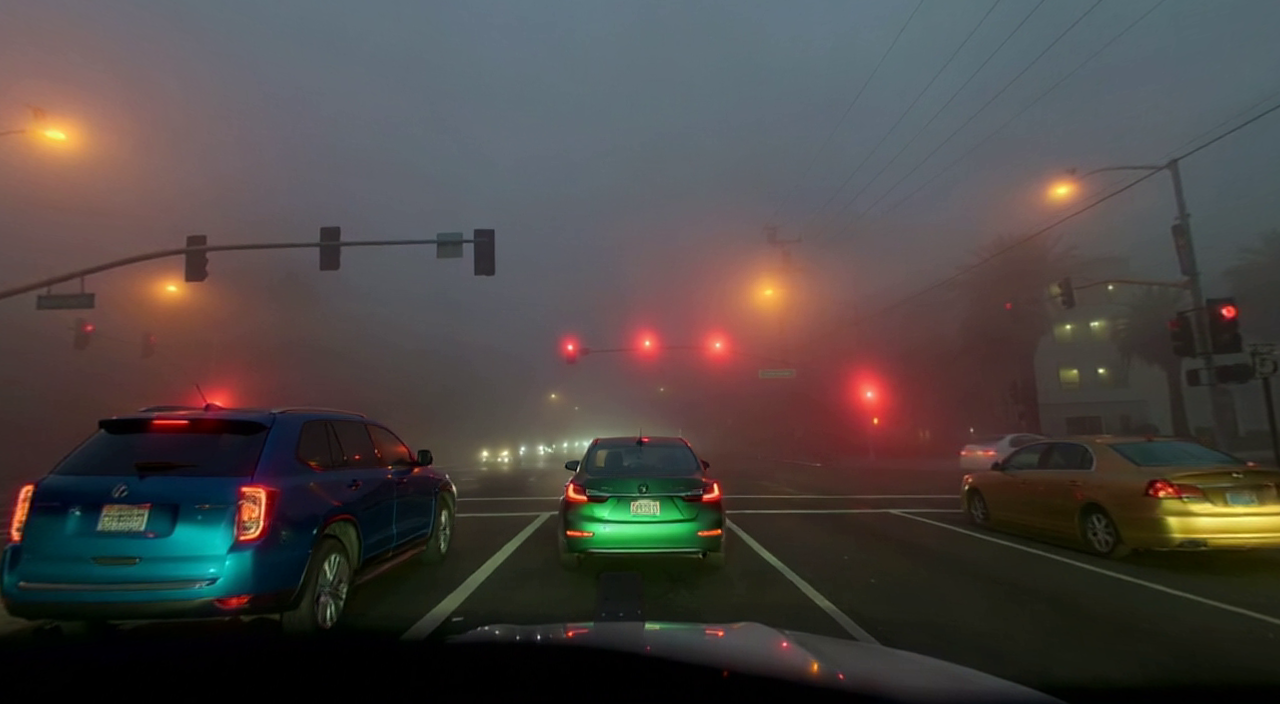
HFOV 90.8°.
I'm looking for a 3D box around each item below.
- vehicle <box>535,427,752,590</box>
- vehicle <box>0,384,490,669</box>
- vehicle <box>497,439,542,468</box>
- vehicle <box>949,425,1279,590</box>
[{"bbox_3d":[0.001,1.701,7.731,1.942,1.445,3.973,0,-8,-1],"label":"vehicle"},{"bbox_3d":[-3.099,1.367,6.083,2.051,1.682,4.467,0,-8,2],"label":"vehicle"},{"bbox_3d":[-7.934,6.702,42.019,2.130,1.810,4.450,-2,-8,1],"label":"vehicle"},{"bbox_3d":[6.097,1.759,8.095,1.970,1.489,4.482,0,-8,-1],"label":"vehicle"}]
